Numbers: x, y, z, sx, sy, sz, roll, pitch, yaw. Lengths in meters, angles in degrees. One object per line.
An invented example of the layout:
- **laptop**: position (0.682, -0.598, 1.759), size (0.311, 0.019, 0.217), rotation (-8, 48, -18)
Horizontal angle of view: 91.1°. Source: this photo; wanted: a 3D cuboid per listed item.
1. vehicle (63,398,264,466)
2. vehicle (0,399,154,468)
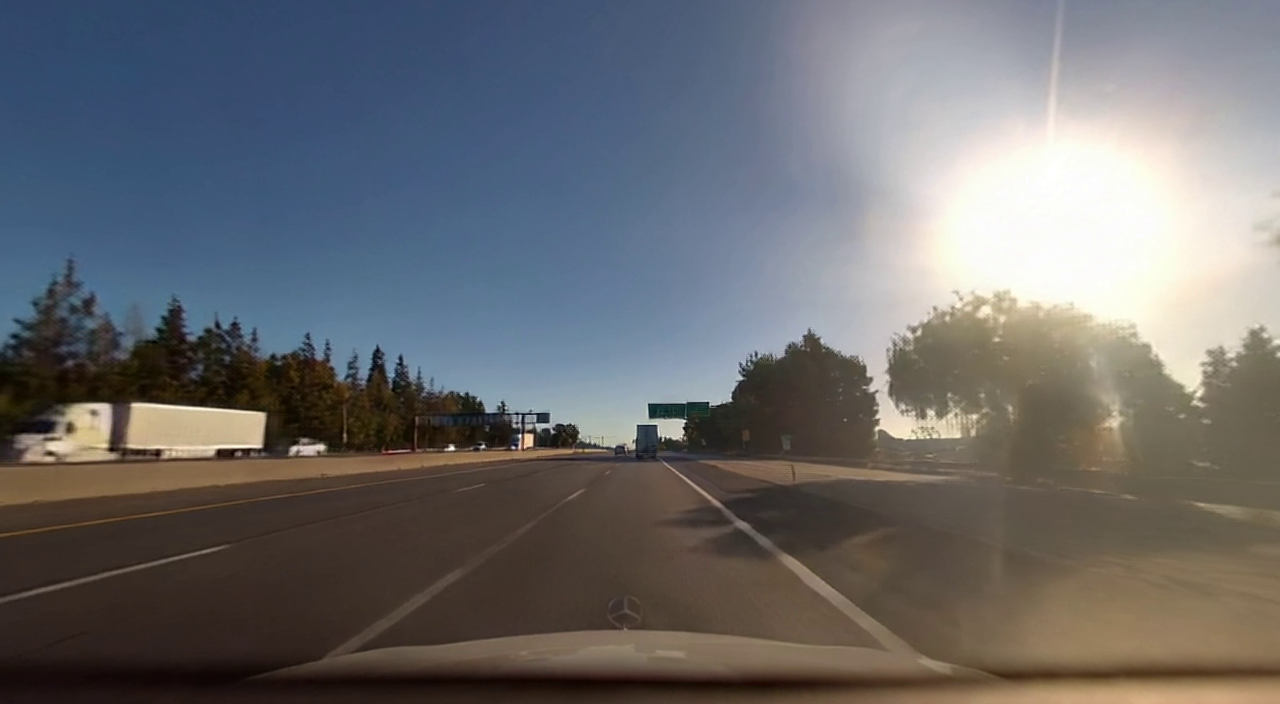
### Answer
- **vehicle**: position (-35.417, 6.312, 48.341), size (2.887, 4.356, 15.809), rotation (0, -8, 1)
- **vehicle**: position (-35.521, 5.256, 40.068), size (2.999, 4.001, 7.123), rotation (0, -8, 1)
